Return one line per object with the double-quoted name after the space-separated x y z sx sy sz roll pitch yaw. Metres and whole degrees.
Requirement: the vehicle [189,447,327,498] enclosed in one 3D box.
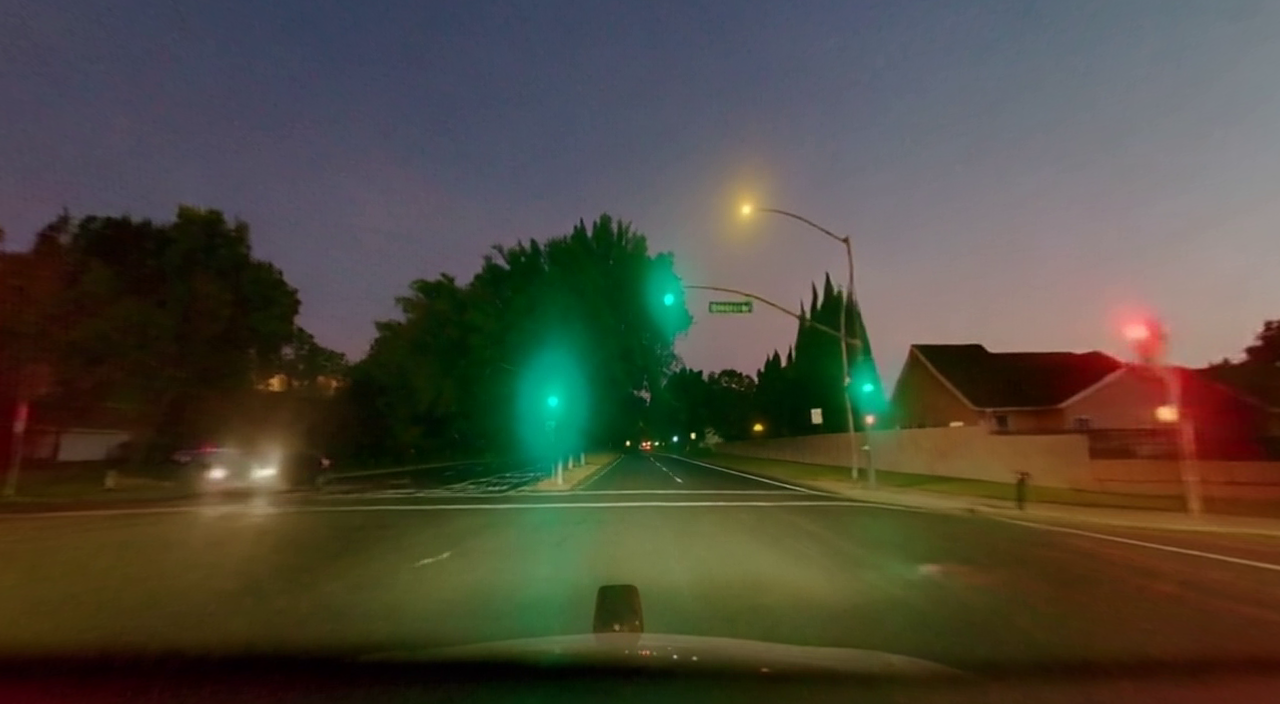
-12.550 3.953 21.139 1.932 1.500 4.260 0 -8 0 "vehicle"
